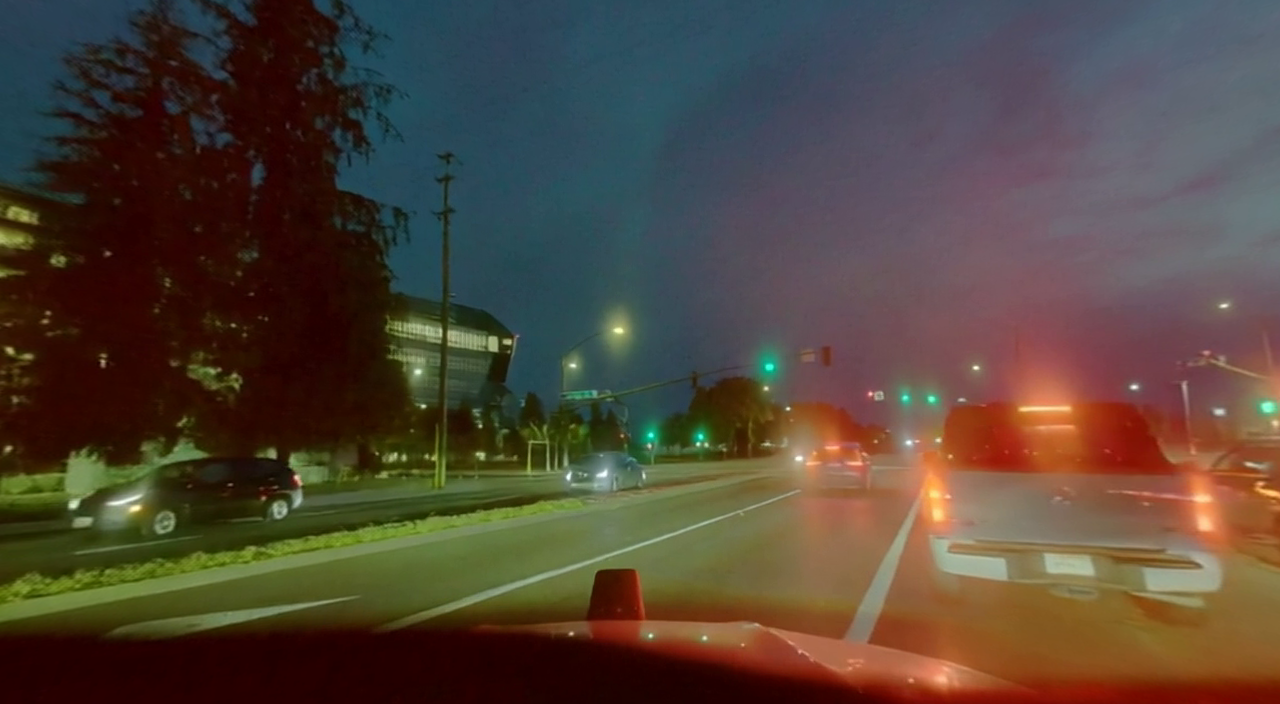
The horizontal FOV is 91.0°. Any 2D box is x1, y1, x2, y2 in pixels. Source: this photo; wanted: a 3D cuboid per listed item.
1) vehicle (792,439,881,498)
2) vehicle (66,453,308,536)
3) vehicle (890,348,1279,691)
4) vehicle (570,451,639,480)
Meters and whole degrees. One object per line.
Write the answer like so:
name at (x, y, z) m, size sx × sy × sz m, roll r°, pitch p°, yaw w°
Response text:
vehicle at (5.941, 3.396, 18.720) m, size 2.010 × 1.515 × 4.152 m, roll -4°, pitch -9°, yaw 23°
vehicle at (-11.221, 3.464, 16.031) m, size 2.018 × 1.715 × 4.451 m, roll -4°, pitch -10°, yaw 25°
vehicle at (3.657, 1.280, 5.942) m, size 2.188 × 1.892 × 4.488 m, roll -4°, pitch -9°, yaw 23°
vehicle at (-1.948, 6.451, 36.156) m, size 2.005 × 1.489 × 4.650 m, roll -4°, pitch -10°, yaw 24°
